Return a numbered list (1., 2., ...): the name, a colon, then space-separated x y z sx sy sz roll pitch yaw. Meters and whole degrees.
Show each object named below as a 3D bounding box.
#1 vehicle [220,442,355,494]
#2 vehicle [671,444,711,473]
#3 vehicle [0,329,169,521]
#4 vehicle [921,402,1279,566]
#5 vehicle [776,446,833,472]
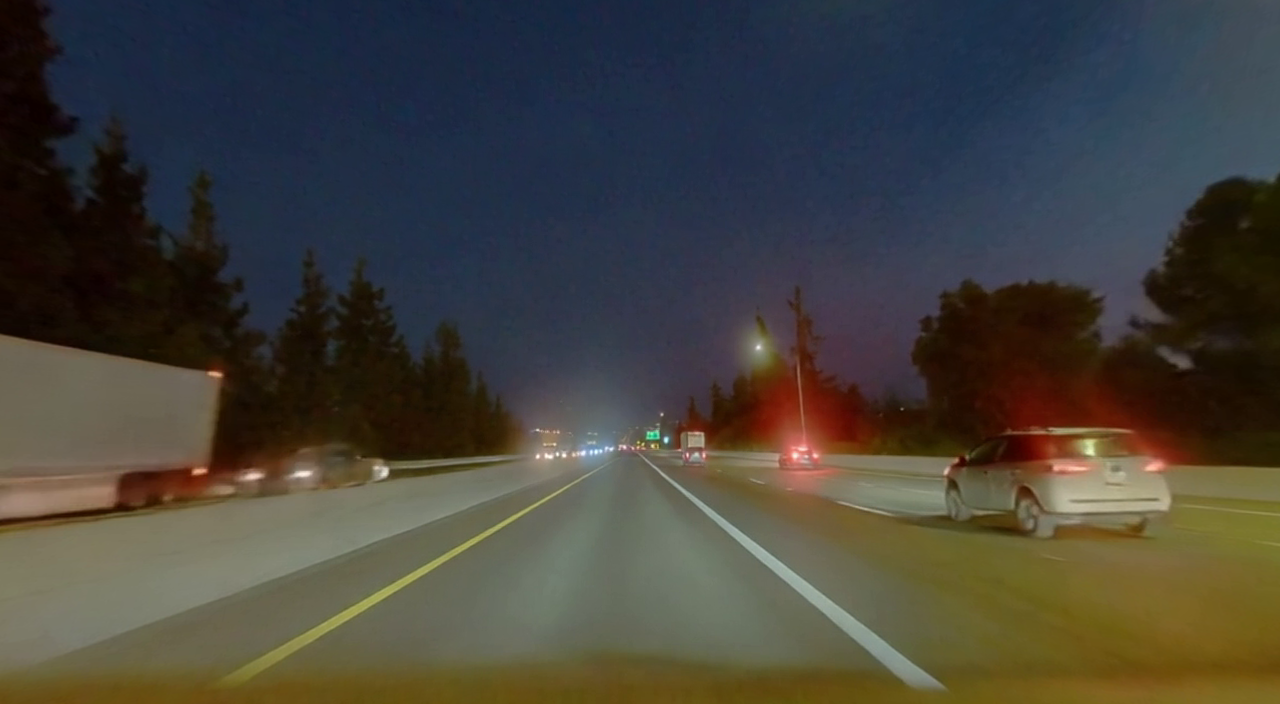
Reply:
1. vehicle: -11.797 3.893 21.593 1.983 1.581 4.625 0 -9 -1
2. vehicle: 3.036 6.447 38.471 2.018 1.600 4.121 0 -9 -2
3. vehicle: -15.325 1.040 10.083 3.035 4.124 16.807 0 -9 -1
4. vehicle: 6.853 1.917 10.008 2.244 1.858 5.414 0 -9 -1
5. vehicle: 10.060 6.594 39.138 1.987 1.502 5.130 0 -9 -2
